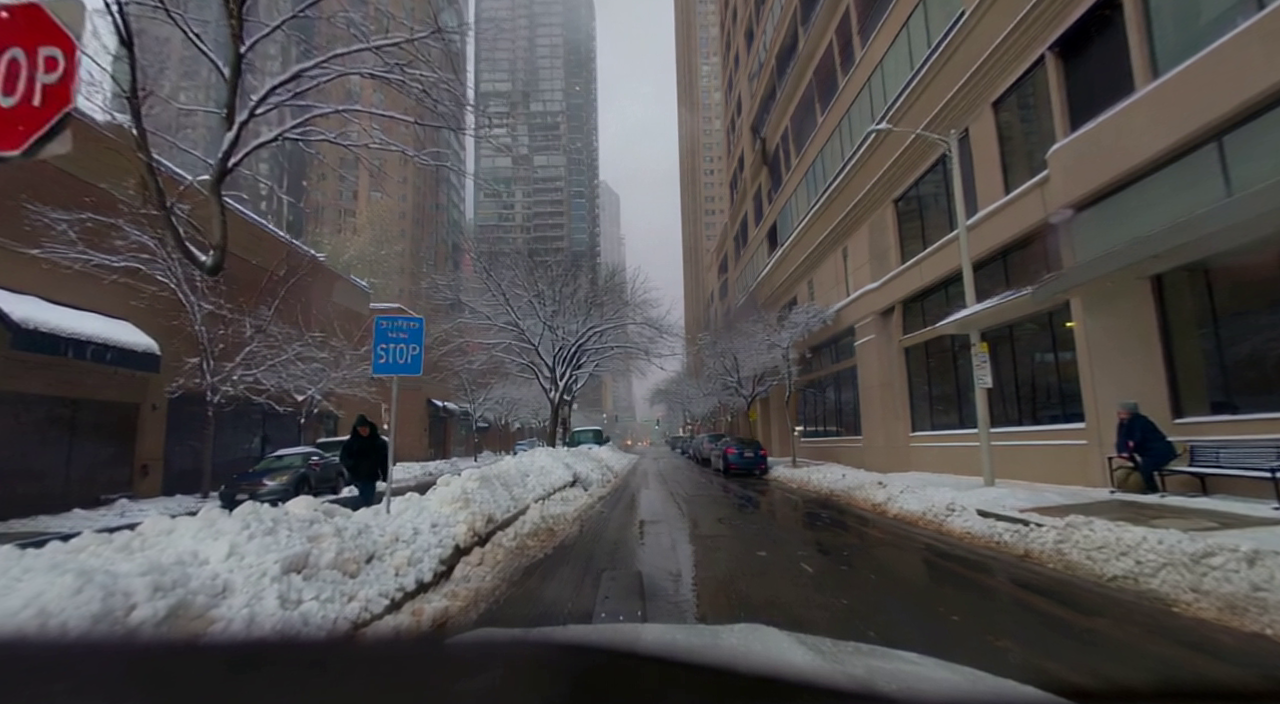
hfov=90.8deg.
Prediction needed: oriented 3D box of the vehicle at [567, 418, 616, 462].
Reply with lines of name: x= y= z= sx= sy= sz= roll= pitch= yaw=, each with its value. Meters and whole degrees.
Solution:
vehicle: x=-2.980 y=5.594 z=40.186 sx=2.317 sy=2.596 sz=6.053 roll=0 pitch=-8 yaw=3

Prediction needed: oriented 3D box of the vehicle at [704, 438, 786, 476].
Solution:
vehicle: x=4.575 y=4.458 z=27.124 sx=1.858 sy=1.491 sz=4.329 roll=-5 pitch=-10 yaw=33

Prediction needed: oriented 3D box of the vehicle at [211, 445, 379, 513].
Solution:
vehicle: x=-8.795 y=3.228 z=16.644 sx=2.007 sy=1.503 sz=4.343 roll=0 pitch=-8 yaw=-1

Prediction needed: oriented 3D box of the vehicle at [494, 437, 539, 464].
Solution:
vehicle: x=-8.843 y=7.096 z=45.787 sx=2.256 sy=1.802 sz=4.333 roll=0 pitch=-8 yaw=2
